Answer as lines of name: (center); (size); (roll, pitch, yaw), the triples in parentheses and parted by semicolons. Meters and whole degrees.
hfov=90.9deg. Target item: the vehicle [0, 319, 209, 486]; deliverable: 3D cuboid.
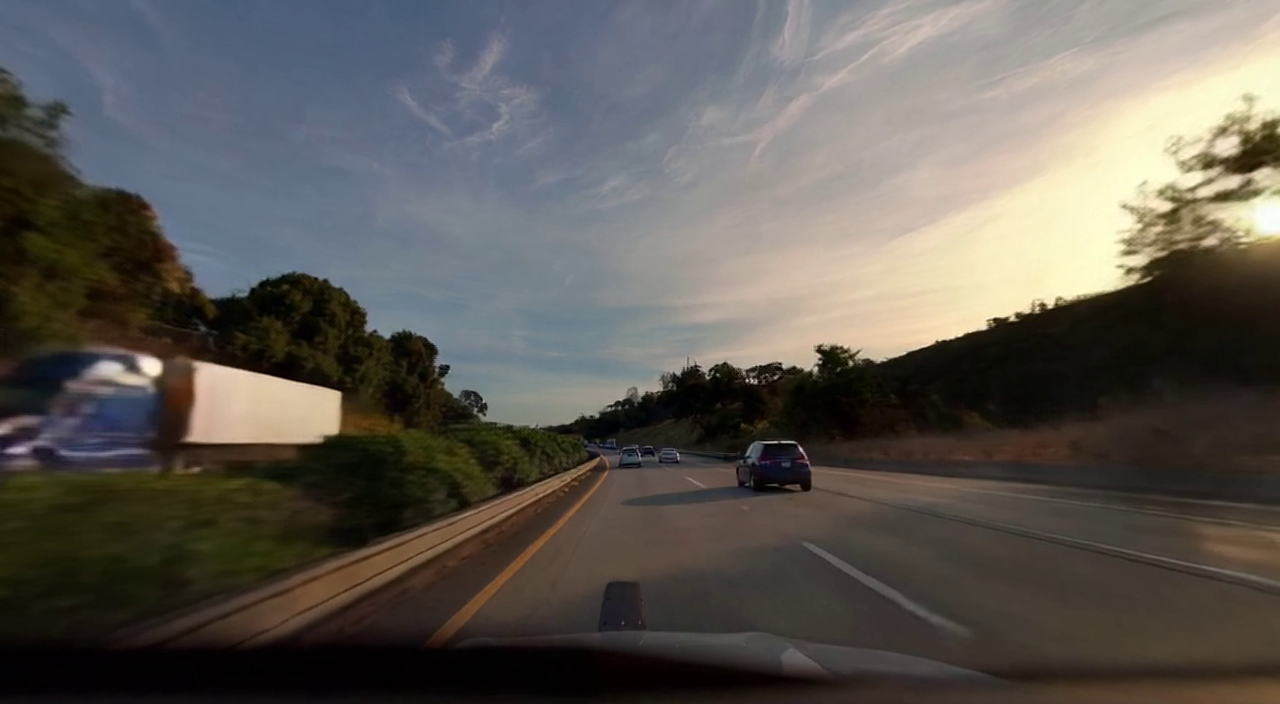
vehicle: (-16.394, 1.679, 18.304); (2.950, 4.003, 6.622); (0, -9, -1)

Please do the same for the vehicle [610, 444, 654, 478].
vehicle: (-0.444, 5.358, 31.145); (2.050, 1.534, 3.771); (0, -9, -2)

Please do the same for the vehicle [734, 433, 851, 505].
vehicle: (3.791, 2.985, 16.445); (2.013, 1.623, 3.916); (0, -9, -1)
